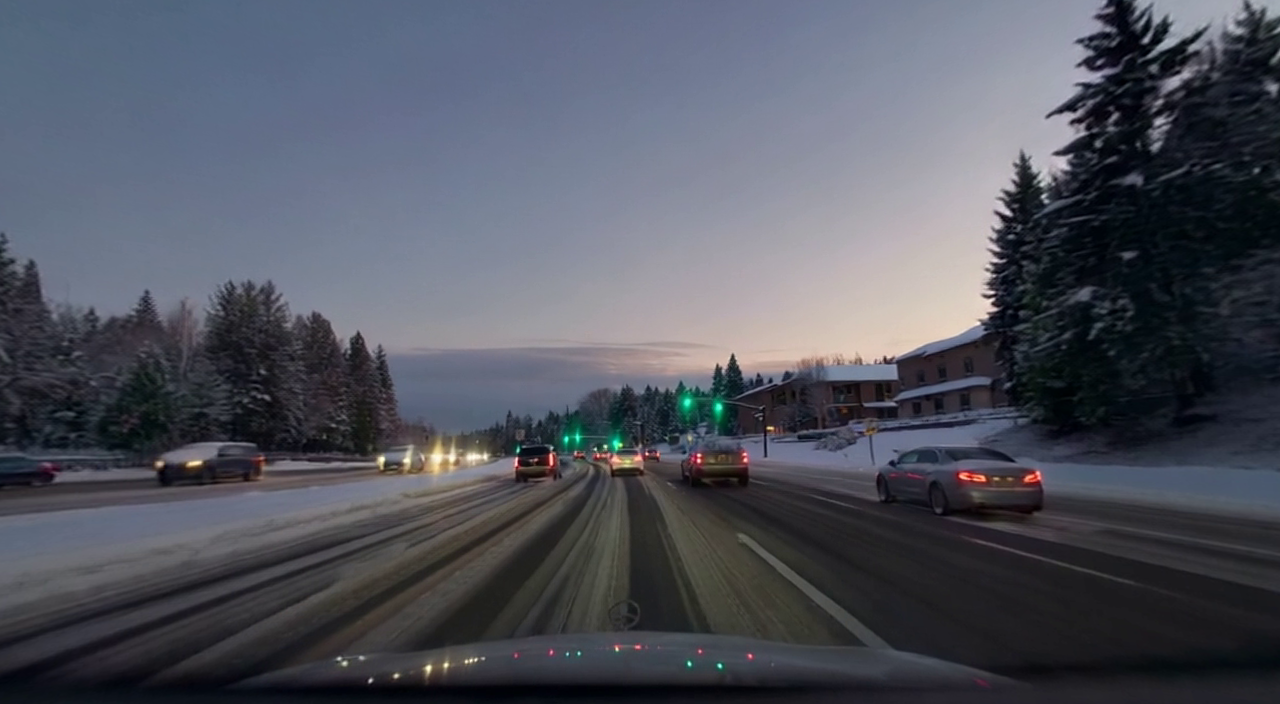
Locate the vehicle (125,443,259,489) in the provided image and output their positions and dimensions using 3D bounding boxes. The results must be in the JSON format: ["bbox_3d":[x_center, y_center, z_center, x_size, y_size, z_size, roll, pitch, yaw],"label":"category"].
[{"bbox_3d":[-18.874,4.797,26.961,2.241,1.732,4.747,0,-9,0],"label":"vehicle"}]

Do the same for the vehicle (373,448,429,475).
[{"bbox_3d":[-15.709,7.173,41.774,1.970,1.650,4.507,0,-9,-1],"label":"vehicle"}]

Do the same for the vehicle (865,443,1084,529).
[{"bbox_3d":[6.404,2.577,12.820,1.945,1.408,4.288,0,-9,-3],"label":"vehicle"}]

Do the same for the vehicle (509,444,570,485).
[{"bbox_3d":[-4.401,4.984,28.335,2.172,1.671,4.175,0,-9,-1],"label":"vehicle"}]

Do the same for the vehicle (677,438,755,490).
[{"bbox_3d":[2.689,4.110,23.495,2.161,1.716,4.194,0,-9,-3],"label":"vehicle"}]

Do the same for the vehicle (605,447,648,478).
[{"bbox_3d":[-0.792,5.858,33.832,2.155,1.486,4.403,0,-9,-3],"label":"vehicle"}]
